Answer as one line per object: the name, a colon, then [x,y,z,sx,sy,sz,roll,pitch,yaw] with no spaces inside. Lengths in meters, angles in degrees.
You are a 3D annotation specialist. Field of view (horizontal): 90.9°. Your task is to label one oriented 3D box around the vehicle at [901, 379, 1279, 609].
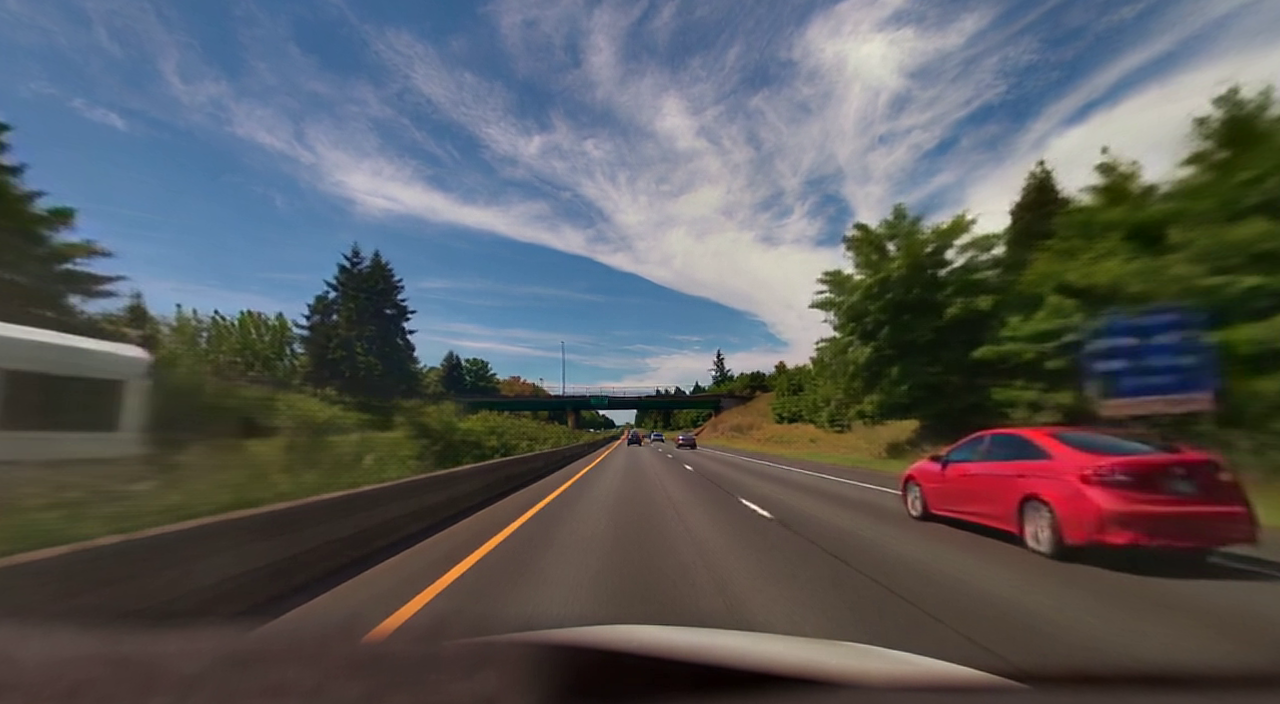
vehicle: [4.723,1.302,6.668,2.073,1.651,4.065,0,-8,-2]
